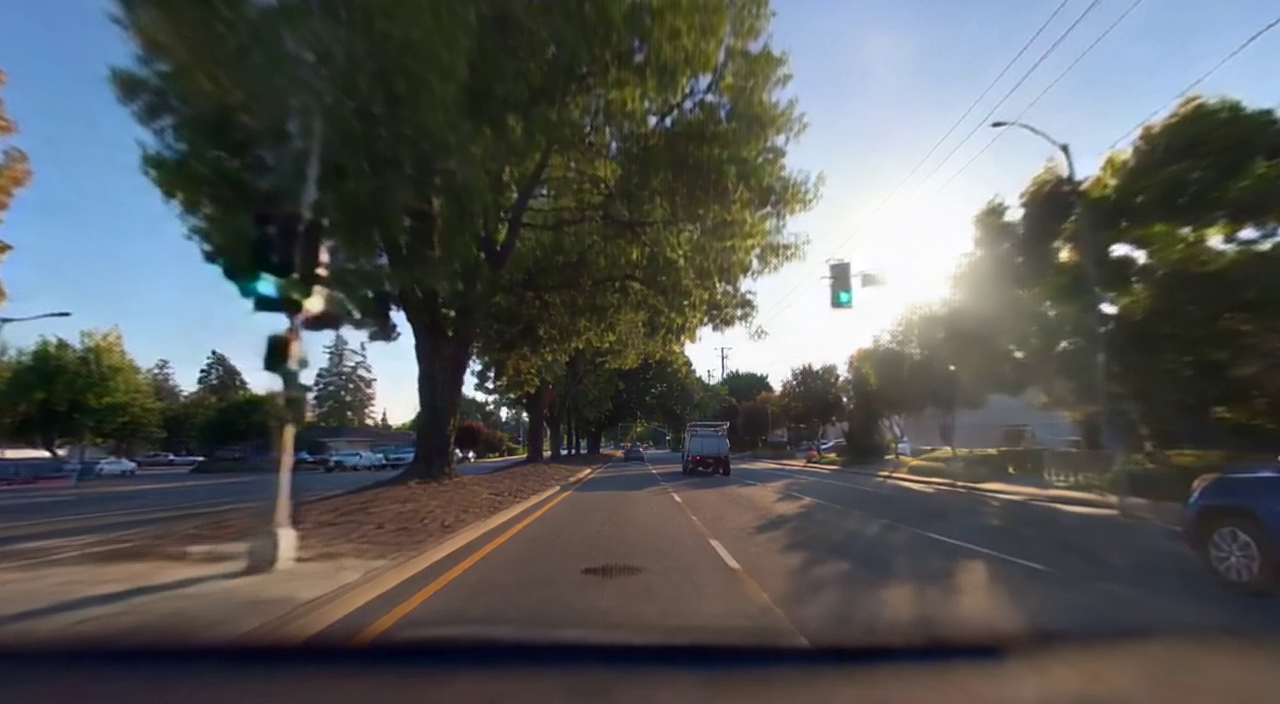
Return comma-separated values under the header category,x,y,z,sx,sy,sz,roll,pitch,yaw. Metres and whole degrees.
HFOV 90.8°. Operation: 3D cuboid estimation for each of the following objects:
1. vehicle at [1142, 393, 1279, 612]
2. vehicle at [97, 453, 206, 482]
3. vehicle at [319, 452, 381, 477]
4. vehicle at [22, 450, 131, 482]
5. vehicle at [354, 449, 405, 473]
category,x,y,z,sx,sy,sz,roll,pitch,yaw
vehicle,6.189,1.064,4.086,2.012,1.754,4.635,0,-8,0
vehicle,-28.532,6.746,37.010,4.657,1.636,2.059,0,-8,0
vehicle,-19.275,7.494,42.246,2.048,1.493,4.588,0,-8,-1
vehicle,-34.454,6.960,38.830,4.594,1.801,2.489,6,-10,-35
vehicle,-19.689,8.236,47.923,1.985,1.667,4.622,0,-8,-1
